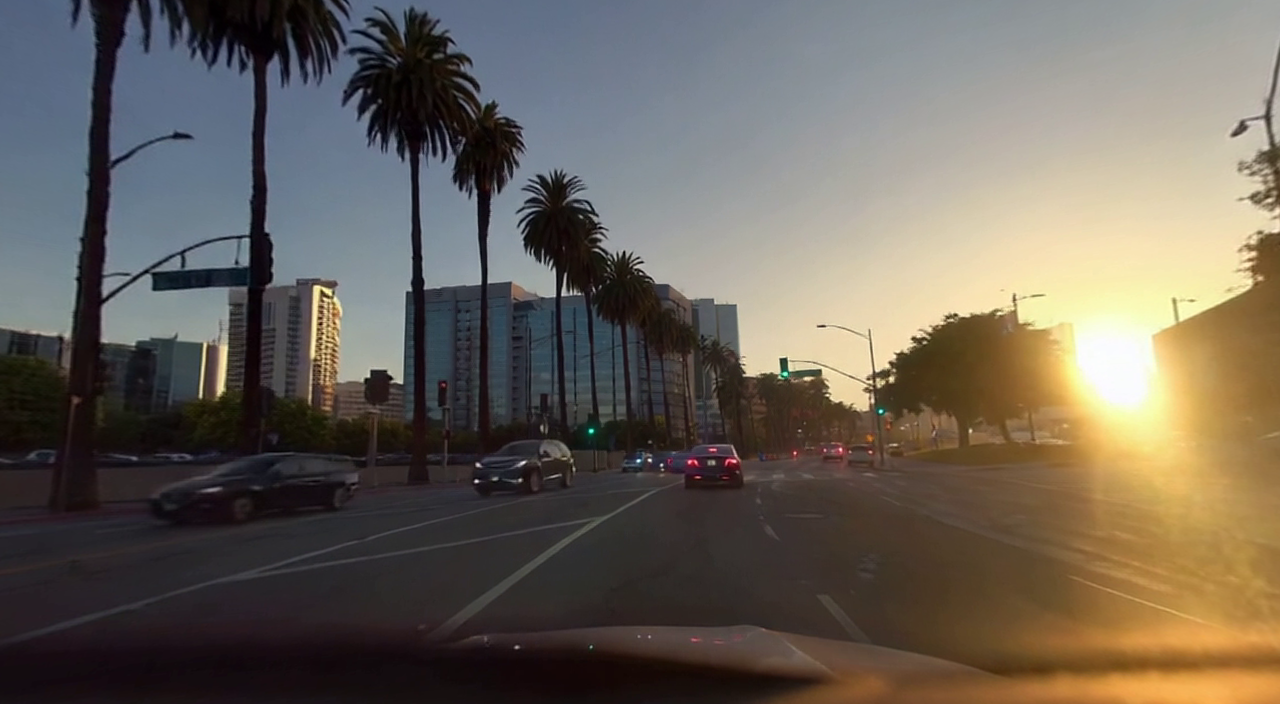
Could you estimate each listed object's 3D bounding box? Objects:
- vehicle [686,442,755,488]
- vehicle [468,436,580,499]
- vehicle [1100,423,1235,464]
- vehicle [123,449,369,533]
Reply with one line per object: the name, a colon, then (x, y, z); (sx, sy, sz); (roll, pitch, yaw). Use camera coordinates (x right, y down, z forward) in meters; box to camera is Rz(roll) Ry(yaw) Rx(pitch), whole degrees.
vehicle: (3.046, 4.085, 23.210); (2.096, 1.492, 4.071); (-2, -9, 13)
vehicle: (-3.499, 3.594, 20.089); (2.013, 1.746, 4.366); (-2, -9, 11)
vehicle: (25.583, 4.441, 30.736); (5.049, 1.861, 2.081); (1, -9, -9)
vehicle: (-8.138, 2.866, 13.729); (2.012, 1.467, 4.592); (-1, -9, 7)
